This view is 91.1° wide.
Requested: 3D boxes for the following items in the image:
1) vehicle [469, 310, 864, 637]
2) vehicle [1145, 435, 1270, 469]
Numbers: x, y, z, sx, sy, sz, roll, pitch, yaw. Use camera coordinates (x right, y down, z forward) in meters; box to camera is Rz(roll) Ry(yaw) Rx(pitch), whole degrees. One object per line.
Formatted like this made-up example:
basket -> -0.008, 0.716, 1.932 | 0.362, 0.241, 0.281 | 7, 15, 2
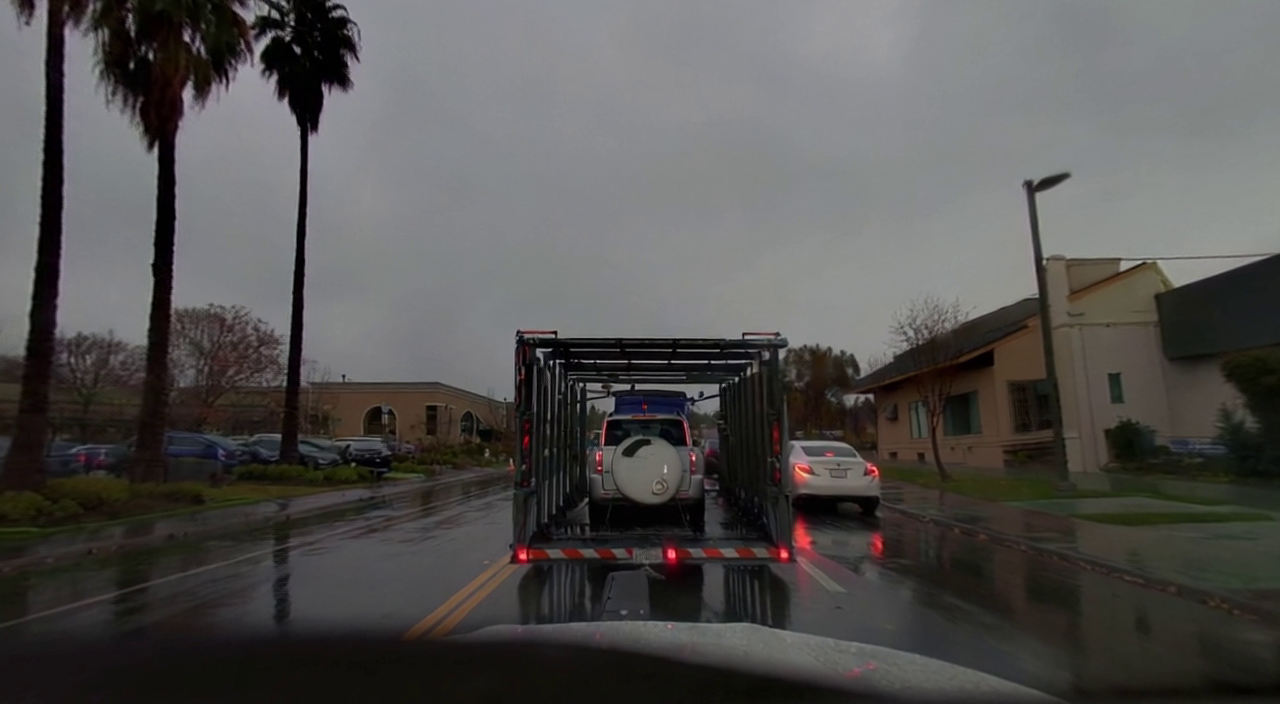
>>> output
vehicle -> 0.166, 1.304, 7.720 | 2.728, 2.305, 6.506 | 0, -8, 0
vehicle -> 28.575, 5.043, 31.802 | 4.193, 1.633, 1.928 | -4, -9, 26
